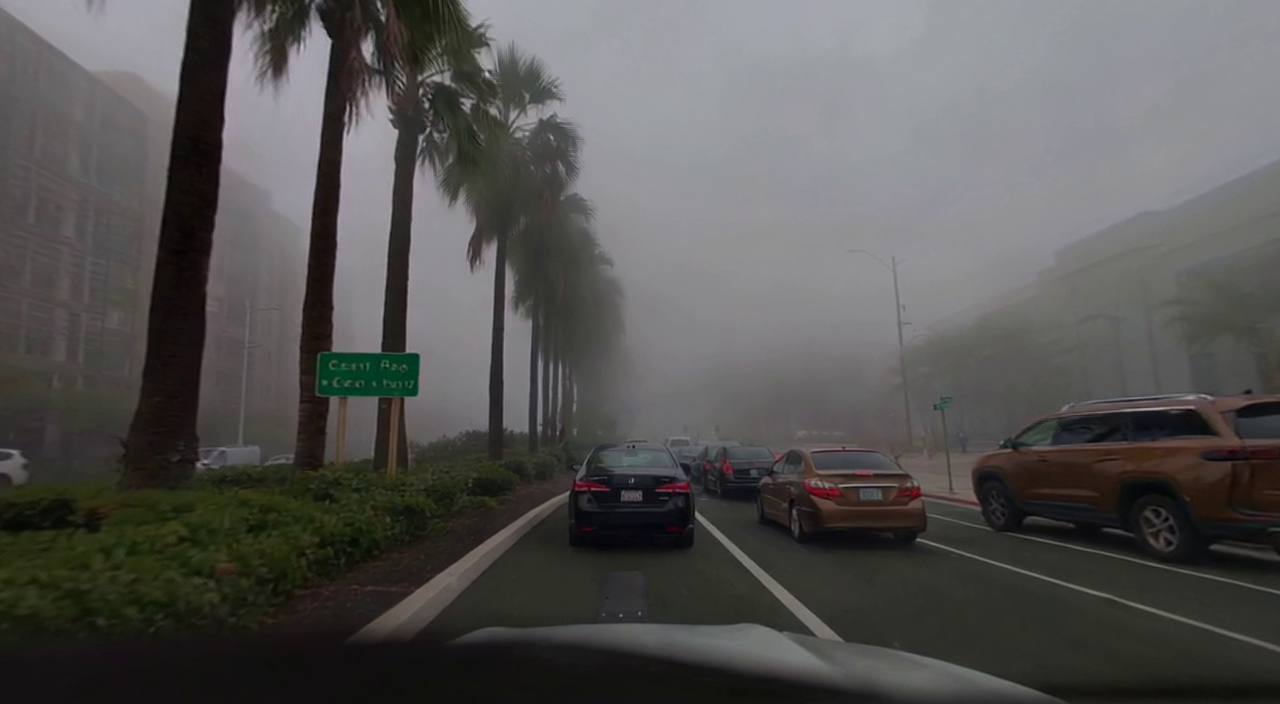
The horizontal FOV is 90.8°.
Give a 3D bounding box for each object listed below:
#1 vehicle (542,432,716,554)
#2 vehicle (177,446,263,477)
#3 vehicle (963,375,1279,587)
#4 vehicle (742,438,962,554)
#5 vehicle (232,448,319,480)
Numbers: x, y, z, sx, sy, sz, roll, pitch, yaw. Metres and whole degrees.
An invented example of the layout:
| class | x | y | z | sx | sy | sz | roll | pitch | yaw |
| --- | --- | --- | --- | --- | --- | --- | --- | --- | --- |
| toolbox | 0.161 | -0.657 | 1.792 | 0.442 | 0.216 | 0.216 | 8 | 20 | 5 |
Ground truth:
| class | x | y | z | sx | sy | sz | roll | pitch | yaw |
| --- | --- | --- | --- | --- | --- | --- | --- | --- | --- |
| vehicle | -0.159 | 2.049 | 9.893 | 2.158 | 1.498 | 3.919 | 0 | -8 | -1 |
| vehicle | -28.345 | 7.374 | 42.902 | 2.115 | 1.884 | 5.481 | 0 | -8 | -1 |
| vehicle | 7.219 | 1.664 | 9.045 | 2.254 | 2.072 | 5.577 | 0 | -8 | 1 |
| vehicle | 3.072 | 2.160 | 10.314 | 1.925 | 1.451 | 4.436 | 0 | -8 | -2 |
| vehicle | -20.621 | 6.322 | 36.029 | 2.053 | 1.631 | 4.900 | 0 | -8 | -1 |
